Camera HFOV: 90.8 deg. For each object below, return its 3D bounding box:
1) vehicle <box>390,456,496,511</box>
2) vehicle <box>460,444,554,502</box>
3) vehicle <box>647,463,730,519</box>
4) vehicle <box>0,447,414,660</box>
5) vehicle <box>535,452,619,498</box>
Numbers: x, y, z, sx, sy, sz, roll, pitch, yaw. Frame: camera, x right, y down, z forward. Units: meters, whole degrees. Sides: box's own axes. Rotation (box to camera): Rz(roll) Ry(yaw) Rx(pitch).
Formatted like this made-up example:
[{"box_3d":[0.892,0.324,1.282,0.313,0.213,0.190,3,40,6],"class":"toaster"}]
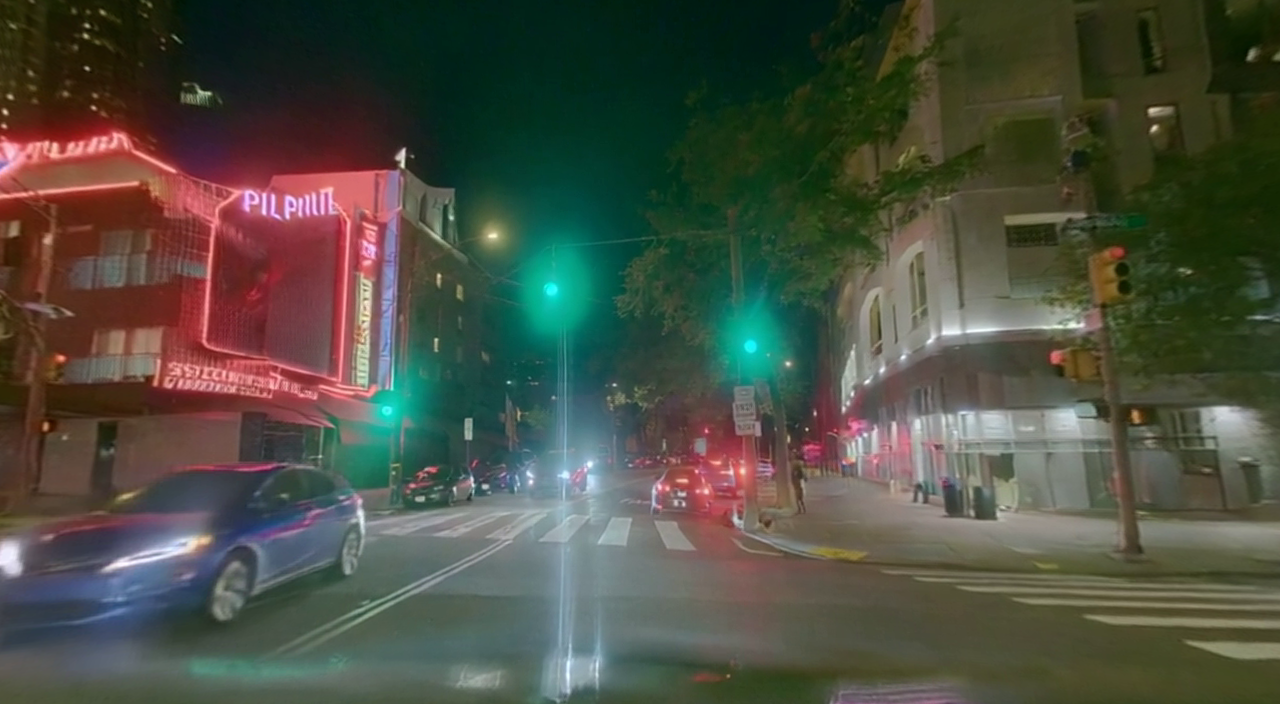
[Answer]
[{"box_3d":[-7.565,5.063,24.709,1.933,1.461,4.393,-7,-6,12],"class":"vehicle"},{"box_3d":[-6.166,5.641,30.055,2.120,2.078,5.403,-6,-7,13],"class":"vehicle"},{"box_3d":[1.703,4.433,20.667,1.892,1.481,4.365,-3,-9,15],"class":"vehicle"},{"box_3d":[-4.362,1.790,6.828,2.119,1.485,4.472,-1,-8,1],"class":"vehicle"},{"box_3d":[-2.587,5.261,27.495,2.181,1.723,4.692,-2,-9,14],"class":"vehicle"}]
